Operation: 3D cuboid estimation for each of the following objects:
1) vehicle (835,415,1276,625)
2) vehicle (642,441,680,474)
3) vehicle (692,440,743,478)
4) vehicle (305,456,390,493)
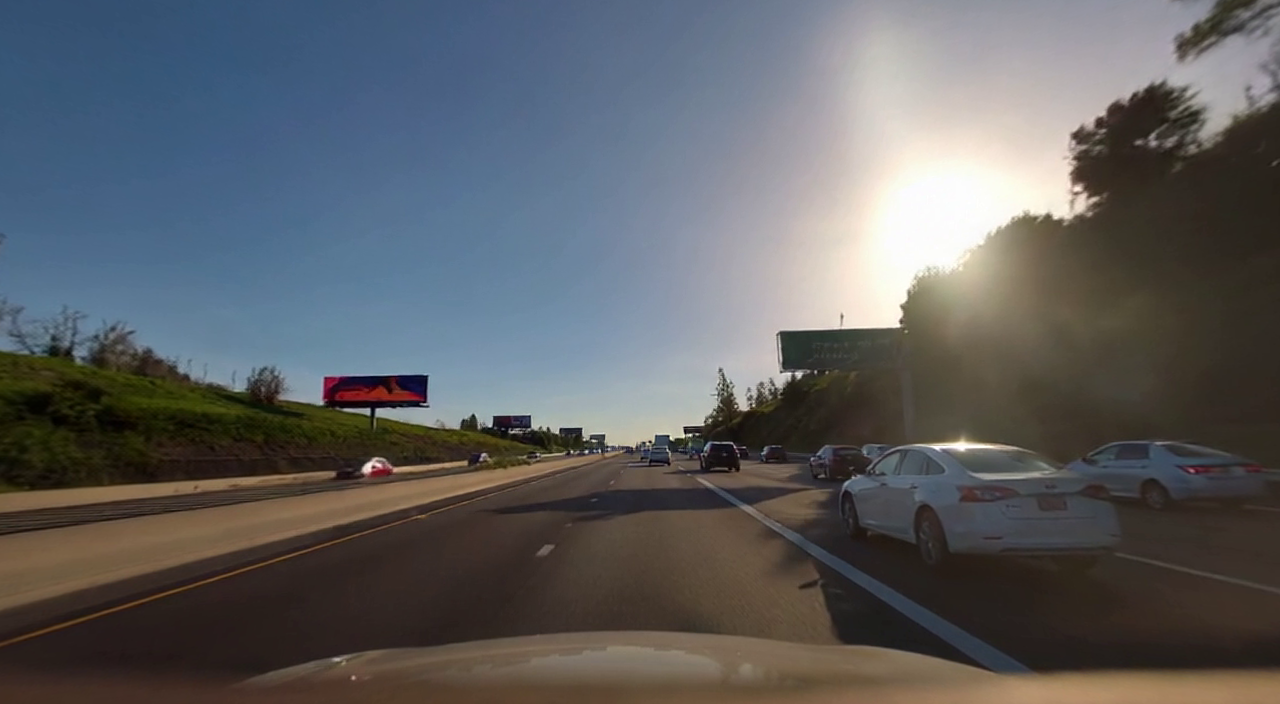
[{"bbox_3d":[3.925,1.622,7.157,1.989,1.609,4.355,0,-8,0],"label":"vehicle"},{"bbox_3d":[1.211,6.272,37.683,2.145,1.832,4.004,0,-8,1],"label":"vehicle"},{"bbox_3d":[4.011,5.612,33.436,2.075,1.845,4.667,0,-8,-1],"label":"vehicle"},{"bbox_3d":[-13.297,5.565,28.992,1.843,1.461,4.292,-1,-8,1],"label":"vehicle"}]
